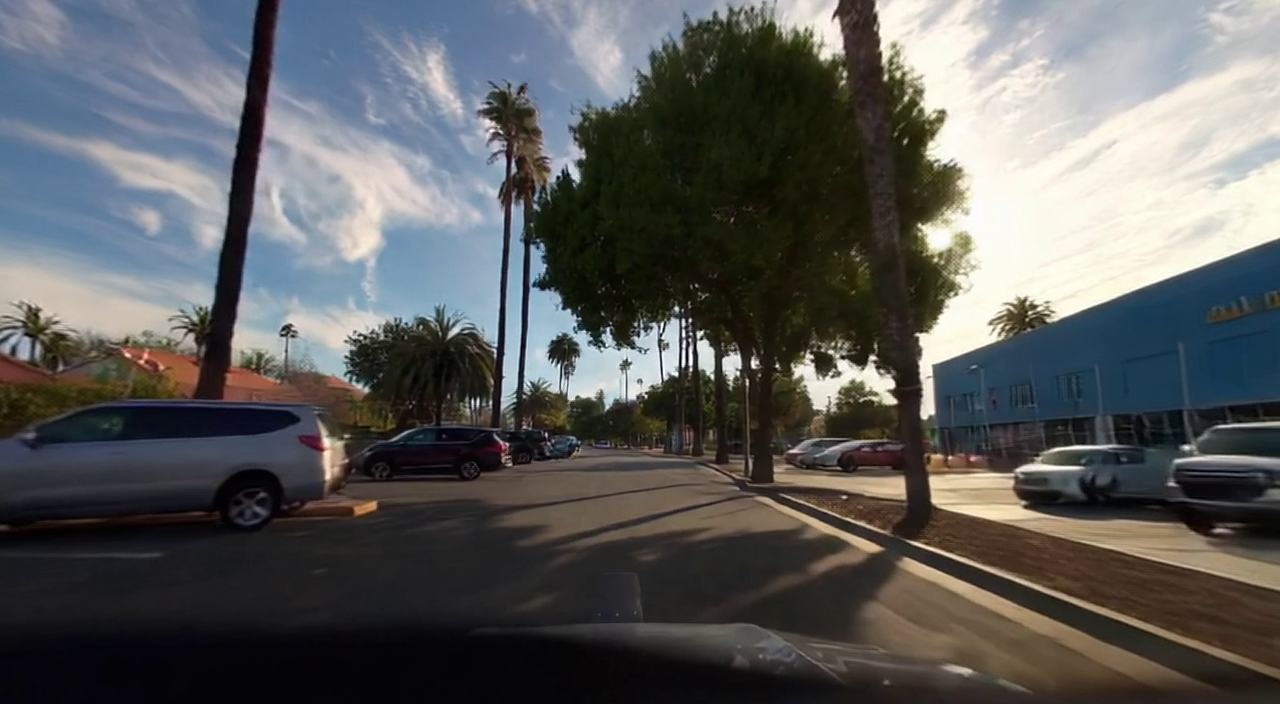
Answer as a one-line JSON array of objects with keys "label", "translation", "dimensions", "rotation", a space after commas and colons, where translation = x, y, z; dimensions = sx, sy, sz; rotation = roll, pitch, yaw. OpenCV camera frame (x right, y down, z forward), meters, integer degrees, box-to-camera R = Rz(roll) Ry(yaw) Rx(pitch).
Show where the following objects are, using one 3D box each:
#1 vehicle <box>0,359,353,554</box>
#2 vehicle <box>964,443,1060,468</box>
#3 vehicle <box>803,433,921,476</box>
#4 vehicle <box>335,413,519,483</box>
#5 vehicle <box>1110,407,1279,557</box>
[{"label": "vehicle", "translation": [-6.048, 1.146, 7.102], "dimensions": [4.763, 1.801, 2.013], "rotation": [6, -10, -34]}, {"label": "vehicle", "translation": [24.889, 6.921, 42.434], "dimensions": [1.785, 1.539, 5.214], "rotation": [7, -11, -34]}, {"label": "vehicle", "translation": [9.741, 4.516, 27.683], "dimensions": [4.758, 1.759, 2.068], "rotation": [5, -11, -27]}, {"label": "vehicle", "translation": [-6.350, 2.897, 19.104], "dimensions": [4.787, 1.867, 2.092], "rotation": [6, -10, -34]}, {"label": "vehicle", "translation": [9.566, 1.767, 9.037], "dimensions": [4.868, 1.754, 2.132], "rotation": [3, -9, -21]}]
